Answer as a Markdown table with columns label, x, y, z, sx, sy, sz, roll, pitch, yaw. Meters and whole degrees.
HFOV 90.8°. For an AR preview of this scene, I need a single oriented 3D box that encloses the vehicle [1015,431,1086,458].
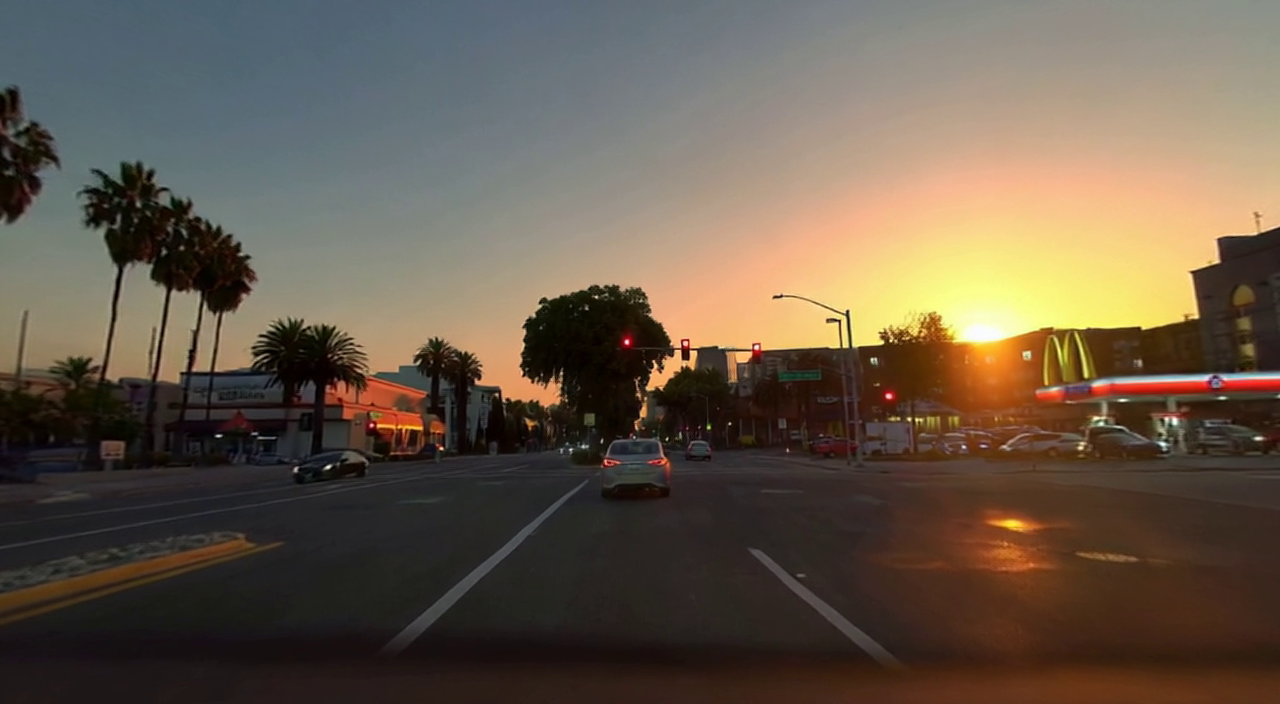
| label | x | y | z | sx | sy | sz | roll | pitch | yaw |
| --- | --- | --- | --- | --- | --- | --- | --- | --- | --- |
| vehicle | 24.271 | 5.499 | 37.485 | 1.738 | 1.462 | 3.609 | 0 | -8 | 0 |

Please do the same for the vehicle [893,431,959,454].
| label | x | y | z | sx | sy | sz | roll | pitch | yaw |
| --- | --- | --- | --- | --- | --- | --- | --- | --- | --- |
| vehicle | 19.553 | 6.223 | 43.297 | 3.833 | 1.495 | 1.892 | -3 | -9 | 18 |

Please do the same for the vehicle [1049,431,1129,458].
| label | x | y | z | sx | sy | sz | roll | pitch | yaw |
| --- | --- | --- | --- | --- | --- | --- | --- | --- | --- |
| vehicle | 26.349 | 5.463 | 37.243 | 1.923 | 1.501 | 3.849 | -1 | -8 | 2 |

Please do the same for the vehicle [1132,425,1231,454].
| label | x | y | z | sx | sy | sz | roll | pitch | yaw |
| --- | --- | --- | --- | --- | --- | --- | --- | --- | --- |
| vehicle | 31.890 | 5.202 | 37.405 | 1.903 | 1.630 | 4.320 | 0 | -8 | -1 |

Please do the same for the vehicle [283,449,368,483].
| label | x | y | z | sx | sy | sz | roll | pitch | yaw |
| --- | --- | --- | --- | --- | --- | --- | --- | --- | --- |
| vehicle | -15.417 | 5.589 | 31.286 | 1.896 | 1.508 | 4.659 | 0 | -8 | -1 |

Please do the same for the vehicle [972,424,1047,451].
| label | x | y | z | sx | sy | sz | roll | pitch | yaw |
| --- | --- | --- | --- | --- | --- | --- | --- | --- | --- |
| vehicle | 24.579 | 5.709 | 42.112 | 3.783 | 1.560 | 1.853 | -4 | -10 | 11 |

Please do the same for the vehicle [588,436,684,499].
| label | x | y | z | sx | sy | sz | roll | pitch | yaw |
| --- | --- | --- | --- | --- | --- | --- | --- | --- | --- |
| vehicle | -0.120 | 3.101 | 17.398 | 2.270 | 1.475 | 4.571 | 0 | -8 | -1 |
